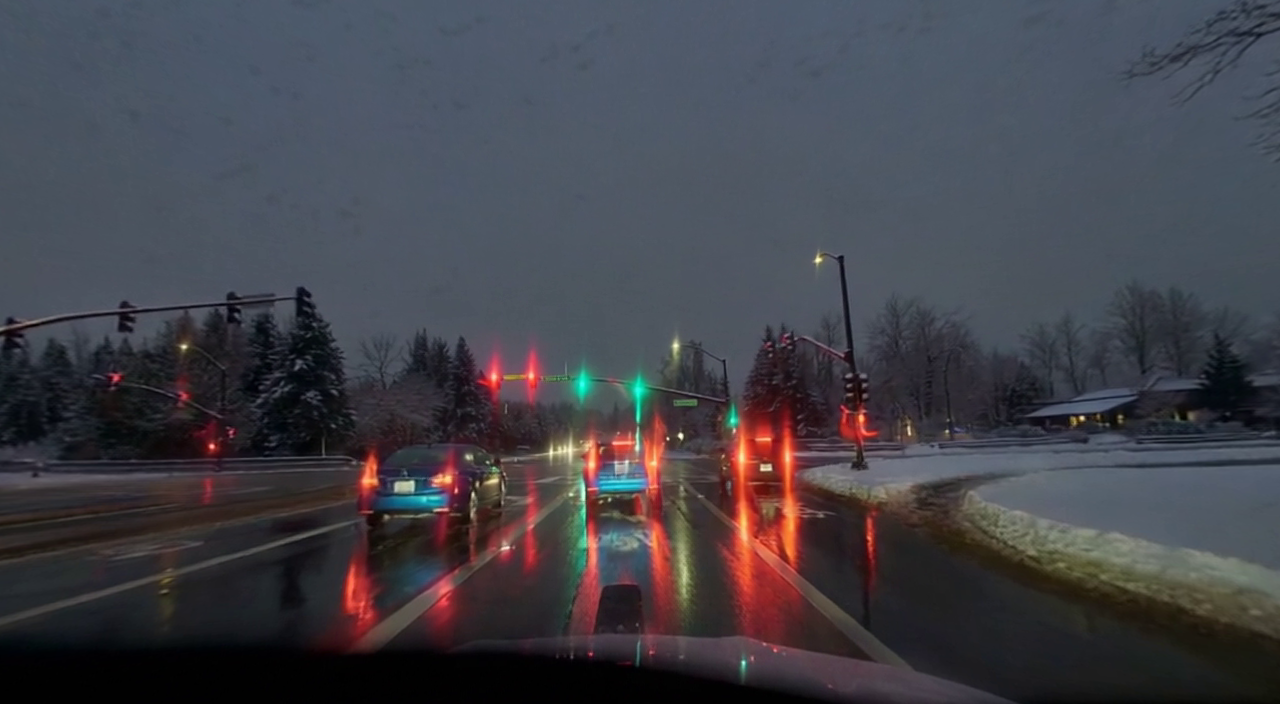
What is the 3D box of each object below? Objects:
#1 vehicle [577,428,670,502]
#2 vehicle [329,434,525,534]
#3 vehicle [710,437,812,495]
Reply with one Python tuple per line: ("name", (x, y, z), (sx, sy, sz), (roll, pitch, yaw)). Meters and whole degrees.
("vehicle", (-0.353, 2.776, 15.847), (2.038, 1.599, 3.844), (0, -8, 0))
("vehicle", (-3.586, 2.303, 11.695), (2.052, 1.472, 4.479), (0, -8, 0))
("vehicle", (3.288, 3.191, 18.119), (1.970, 1.449, 4.433), (0, -8, -1))
